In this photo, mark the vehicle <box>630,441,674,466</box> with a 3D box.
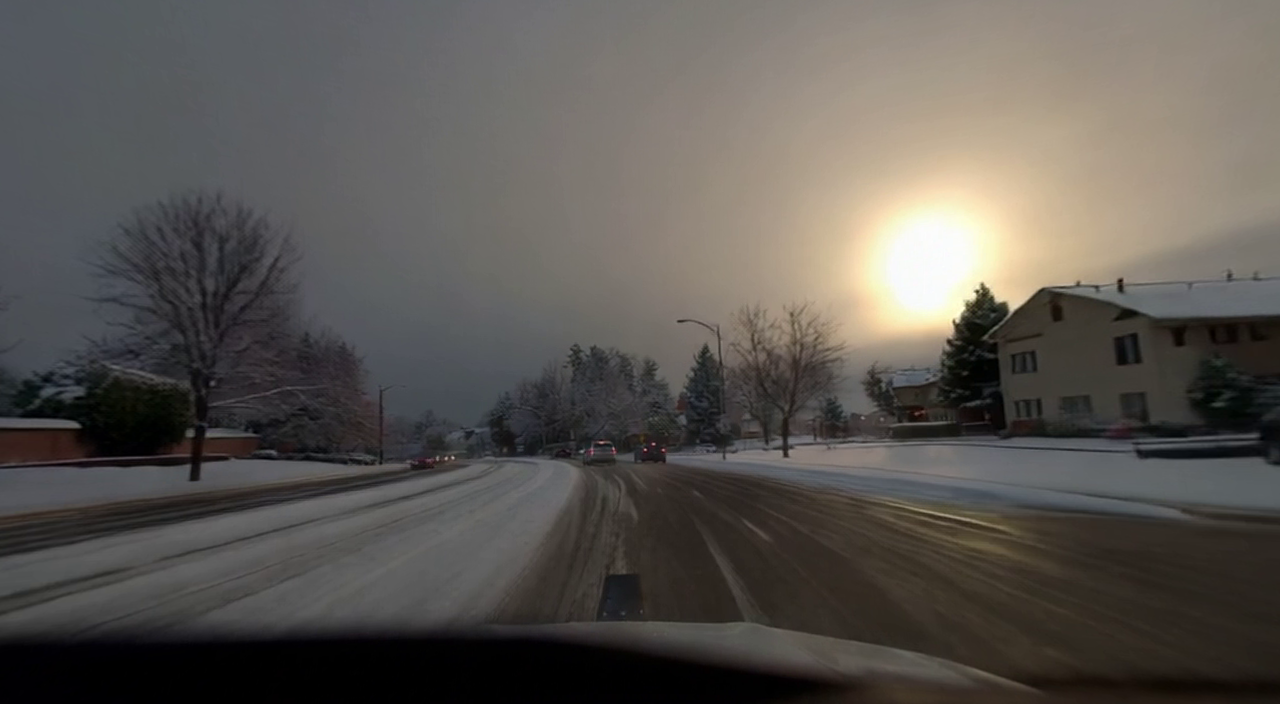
[{"bbox_3d":[0.684,6.520,40.710,1.915,1.495,4.880,1,-8,-10],"label":"vehicle"}]

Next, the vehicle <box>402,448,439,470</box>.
[{"bbox_3d":[-16.948,8.264,48.724,1.924,1.481,4.727,1,-8,-10],"label":"vehicle"}]

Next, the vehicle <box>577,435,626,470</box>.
[{"bbox_3d":[-2.195,5.494,34.478,2.165,1.783,4.391,1,-8,-10],"label":"vehicle"}]
